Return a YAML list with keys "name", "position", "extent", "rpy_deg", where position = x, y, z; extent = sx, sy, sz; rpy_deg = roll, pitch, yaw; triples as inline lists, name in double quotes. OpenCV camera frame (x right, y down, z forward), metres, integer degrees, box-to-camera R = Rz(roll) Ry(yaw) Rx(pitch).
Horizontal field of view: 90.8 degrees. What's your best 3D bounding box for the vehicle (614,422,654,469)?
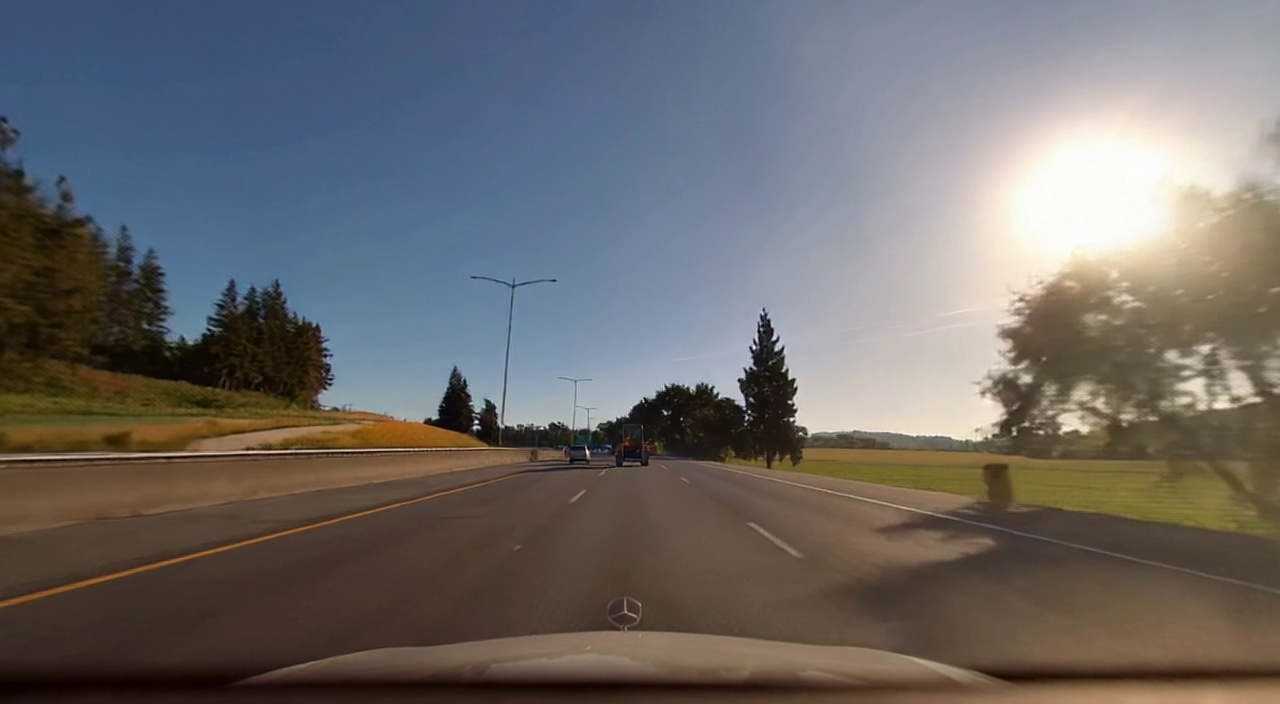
- name: "vehicle"
  position: [-0.468, 6.683, 45.126]
  extent: [2.672, 3.056, 6.900]
  rpy_deg: [0, -9, -1]
